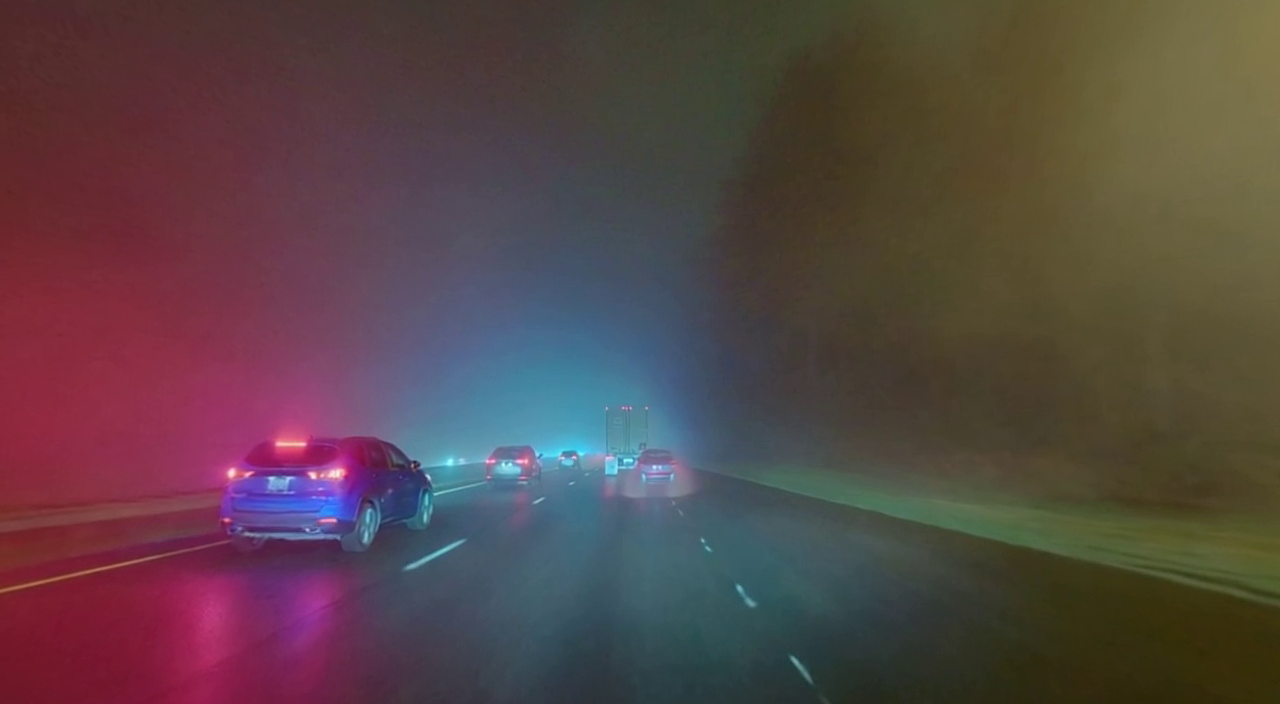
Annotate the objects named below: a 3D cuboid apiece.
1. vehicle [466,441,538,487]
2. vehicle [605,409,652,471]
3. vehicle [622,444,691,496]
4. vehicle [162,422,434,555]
[{"bbox_3d":[-5.415,4.441,25.121,2.035,1.664,4.064,0,-9,-1],"label":"vehicle"},{"bbox_3d":[-0.974,6.628,46.686,3.113,4.066,10.786,0,-9,-2],"label":"vehicle"},{"bbox_3d":[0.445,3.809,20.561,2.026,1.489,4.045,0,-9,-1],"label":"vehicle"},{"bbox_3d":[-5.065,2.072,10.139,2.100,1.671,4.105,0,-9,-1],"label":"vehicle"}]
